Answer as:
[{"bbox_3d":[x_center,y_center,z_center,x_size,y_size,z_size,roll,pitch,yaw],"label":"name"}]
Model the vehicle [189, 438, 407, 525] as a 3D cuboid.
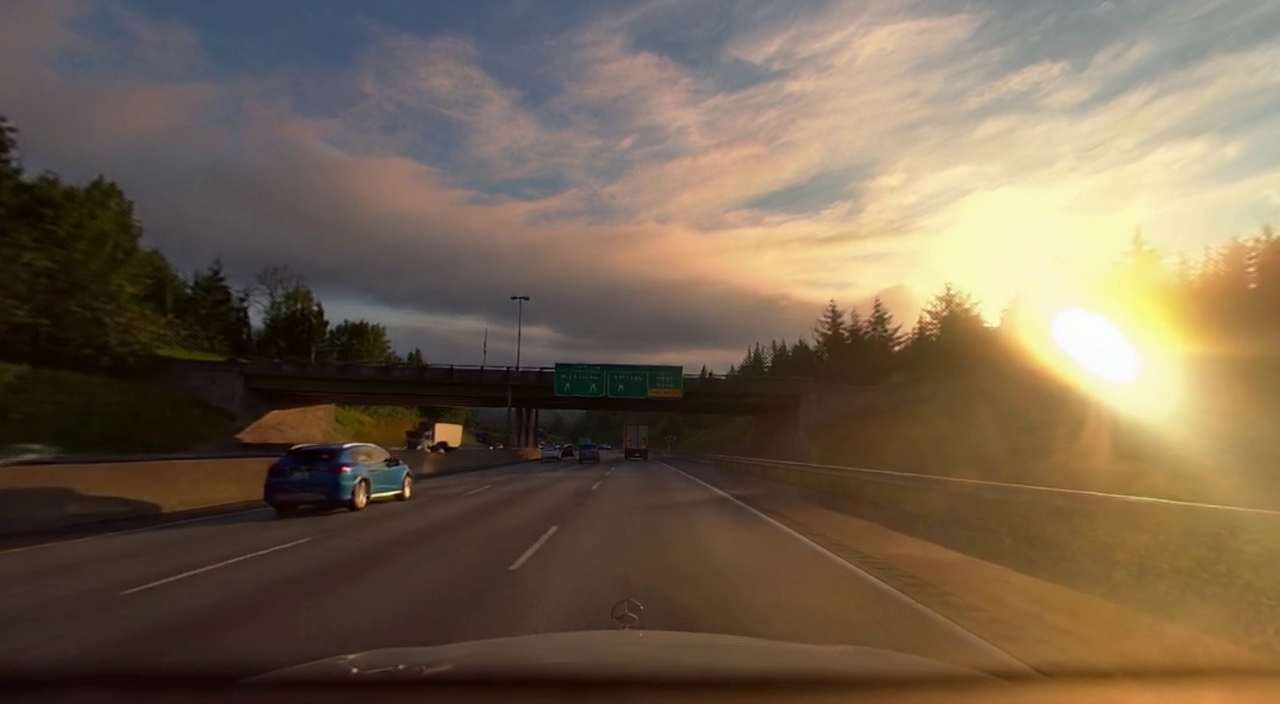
[{"bbox_3d":[-6.853,2.619,13.395,2.038,1.489,4.603,0,-9,0],"label":"vehicle"}]
